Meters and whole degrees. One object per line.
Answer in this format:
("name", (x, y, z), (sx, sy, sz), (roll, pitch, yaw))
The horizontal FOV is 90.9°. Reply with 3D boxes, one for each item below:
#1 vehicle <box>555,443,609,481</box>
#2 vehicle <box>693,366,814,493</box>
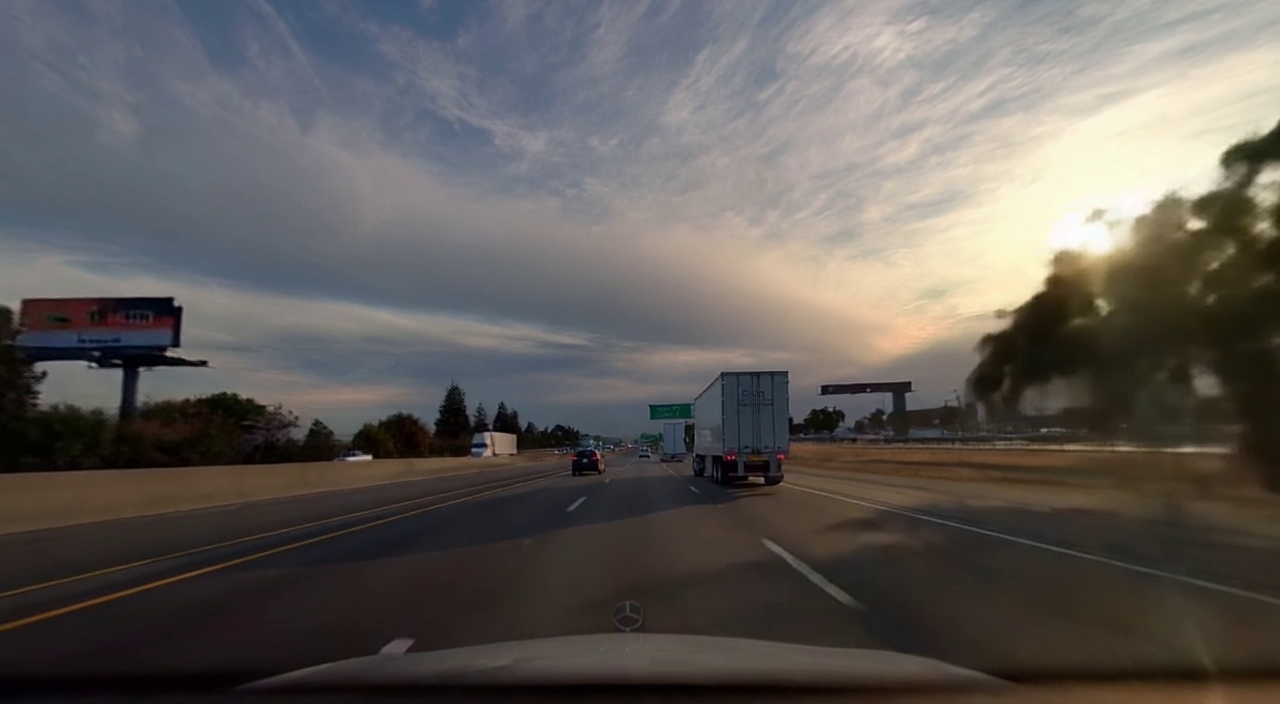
("vehicle", (-2.923, 5.695, 32.883), (2.291, 1.788, 4.825), (0, -9, 1))
("vehicle", (4.433, 3.685, 28.460), (2.826, 4.269, 14.176), (0, -9, 0))
